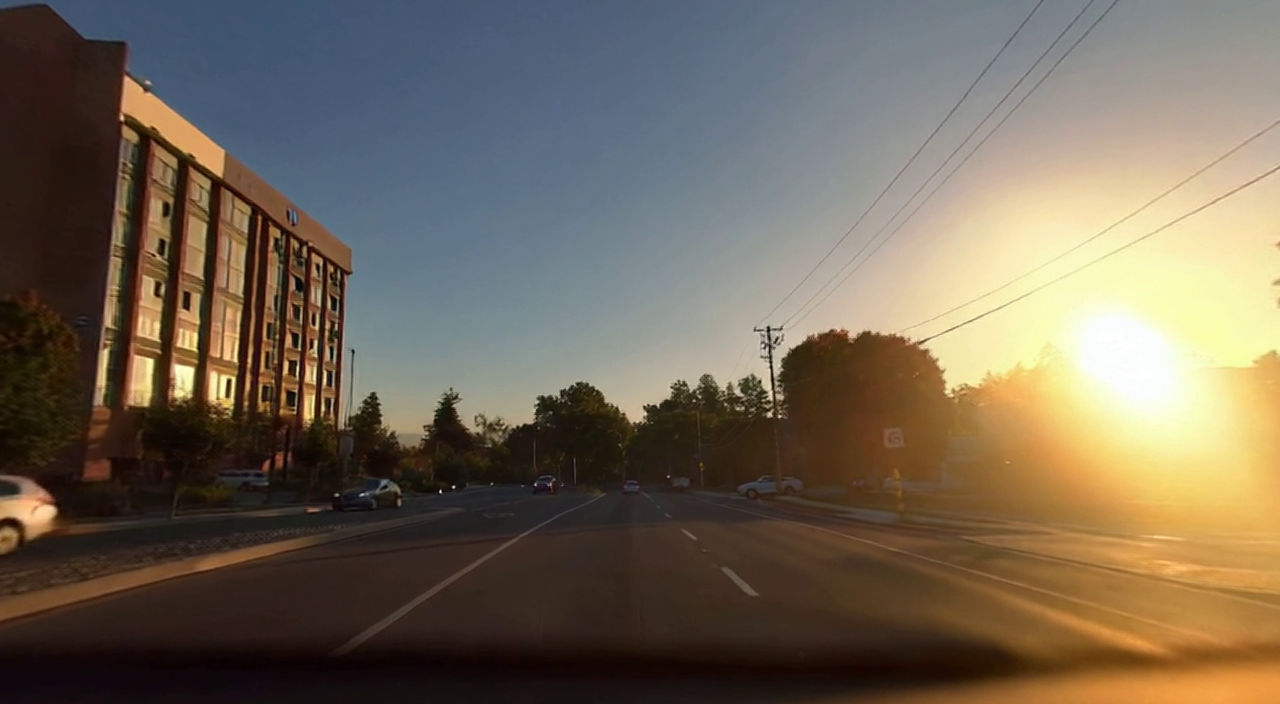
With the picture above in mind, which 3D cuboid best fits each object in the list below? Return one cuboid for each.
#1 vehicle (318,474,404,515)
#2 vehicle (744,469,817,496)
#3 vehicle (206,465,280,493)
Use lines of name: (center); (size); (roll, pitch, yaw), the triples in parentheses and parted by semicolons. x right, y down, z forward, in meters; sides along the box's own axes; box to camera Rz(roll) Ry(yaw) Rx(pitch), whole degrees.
vehicle: (-12.544, 6.406, 28.560); (1.941, 1.511, 4.348); (0, -9, 0)
vehicle: (10.321, 9.622, 46.526); (4.903, 1.831, 2.098); (0, -9, 1)
vehicle: (-28.359, 9.123, 44.911); (3.770, 1.737, 2.102); (-1, -15, -3)
